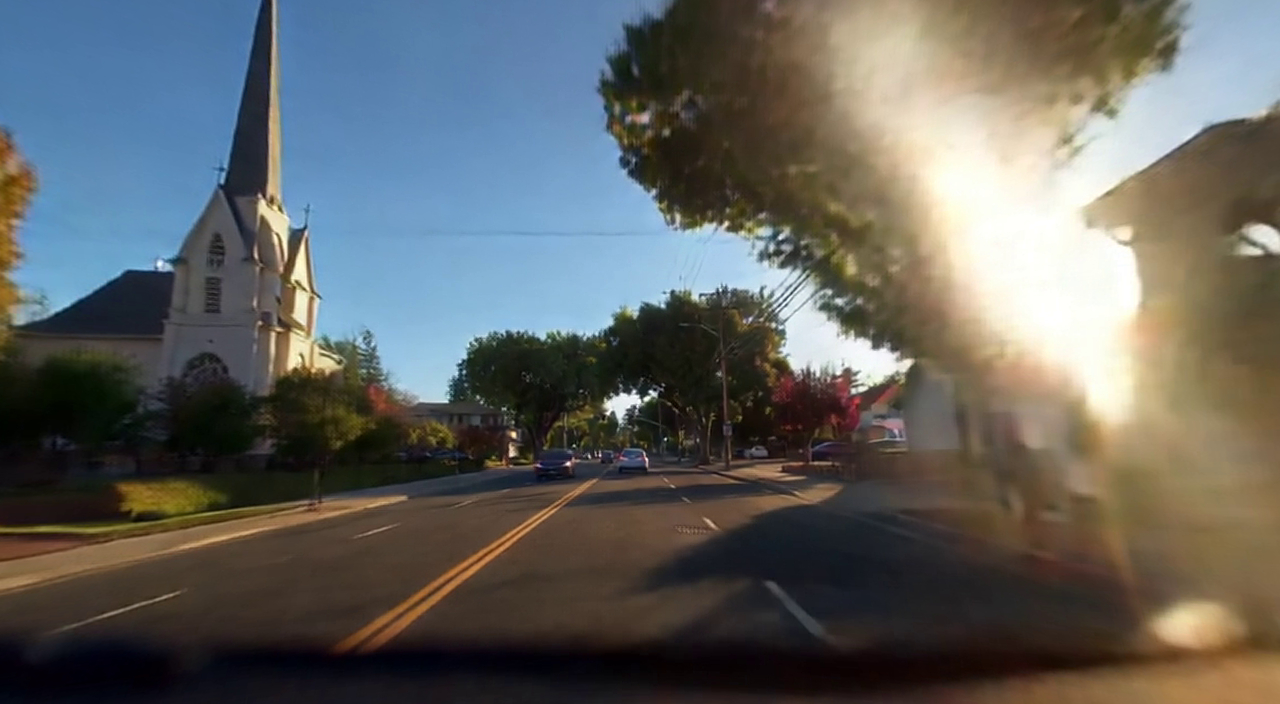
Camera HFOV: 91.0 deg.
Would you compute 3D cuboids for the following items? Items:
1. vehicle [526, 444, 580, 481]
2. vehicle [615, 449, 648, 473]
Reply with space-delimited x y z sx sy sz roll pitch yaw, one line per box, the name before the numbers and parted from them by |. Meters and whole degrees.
vehicle | -4.766 6.159 35.365 2.212 1.906 4.958 0 -9 2
vehicle | -0.550 7.210 41.860 2.093 1.497 4.010 0 -9 -1
